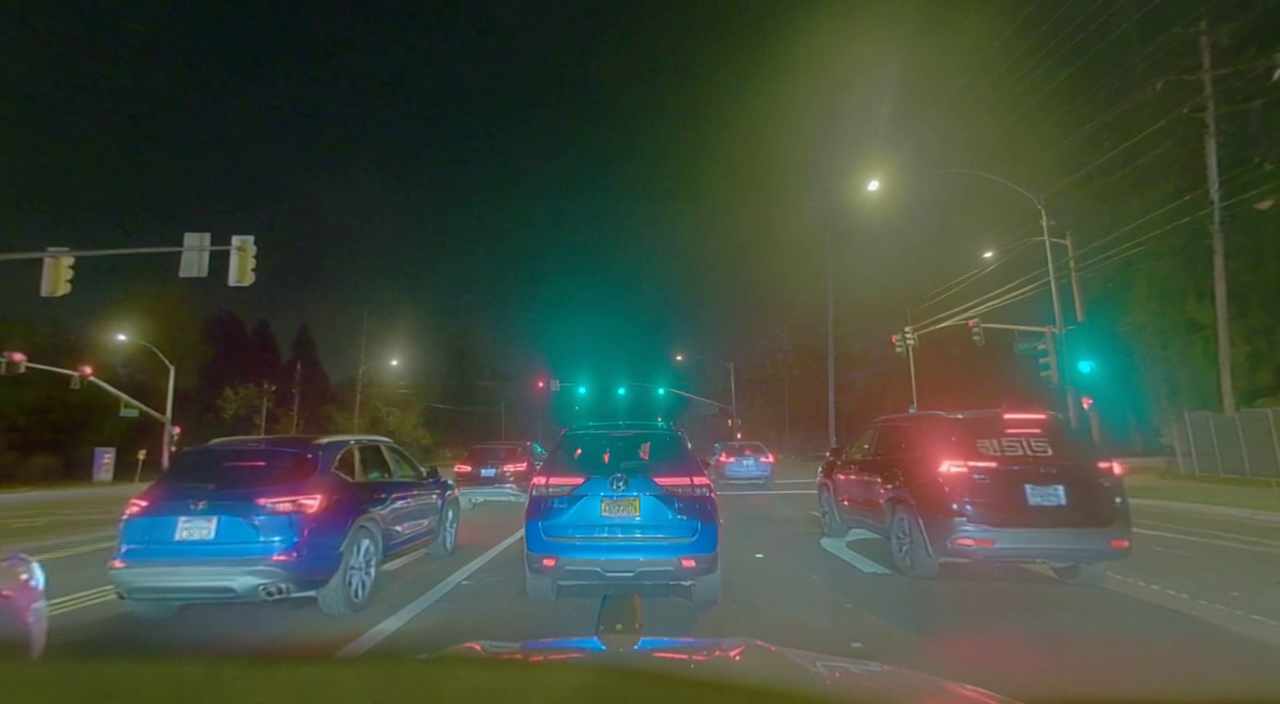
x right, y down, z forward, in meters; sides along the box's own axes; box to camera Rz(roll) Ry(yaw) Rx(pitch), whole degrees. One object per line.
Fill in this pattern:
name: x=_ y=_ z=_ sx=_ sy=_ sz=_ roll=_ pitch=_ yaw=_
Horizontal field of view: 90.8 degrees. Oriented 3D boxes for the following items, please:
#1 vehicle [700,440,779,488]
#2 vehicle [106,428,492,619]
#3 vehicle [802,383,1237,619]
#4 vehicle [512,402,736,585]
vehicle: x=3.345 y=3.871 z=22.159 sx=1.949 sy=1.479 sz=4.489 roll=0 pitch=-9 yaw=-1
vehicle: x=-3.190 y=1.675 z=7.214 sx=1.881 sy=1.466 sz=4.484 roll=0 pitch=-9 yaw=0
vehicle: x=3.501 y=1.481 z=7.185 sx=1.999 sy=1.789 sz=4.583 roll=0 pitch=-9 yaw=-1
vehicle: x=-0.123 y=1.652 z=8.097 sx=2.111 sy=1.712 sz=4.078 roll=0 pitch=-9 yaw=1
